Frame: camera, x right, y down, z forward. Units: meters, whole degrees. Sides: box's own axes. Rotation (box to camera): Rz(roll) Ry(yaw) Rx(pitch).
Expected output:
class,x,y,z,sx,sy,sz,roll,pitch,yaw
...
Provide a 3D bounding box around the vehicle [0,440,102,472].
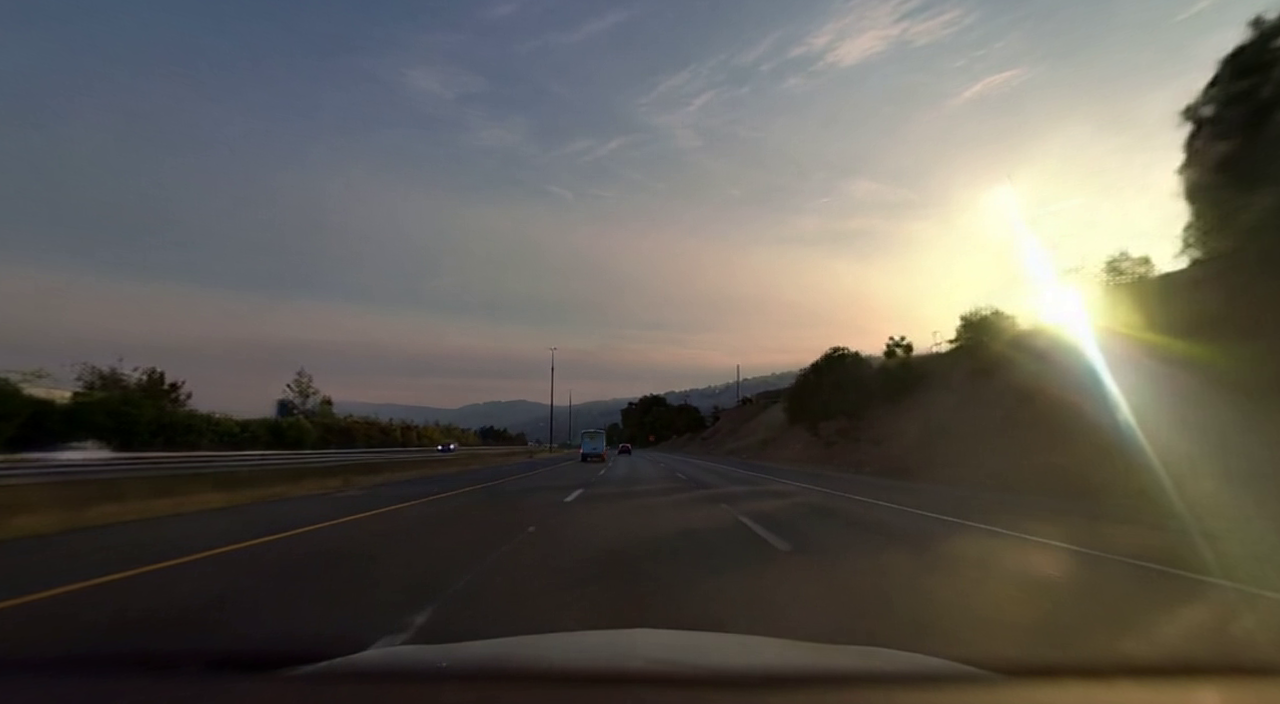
class,x,y,z,sx,sy,sz,roll,pitch,yaw
vehicle,-32.082,5.525,33.711,1.978,1.540,5.108,0,-9,0
